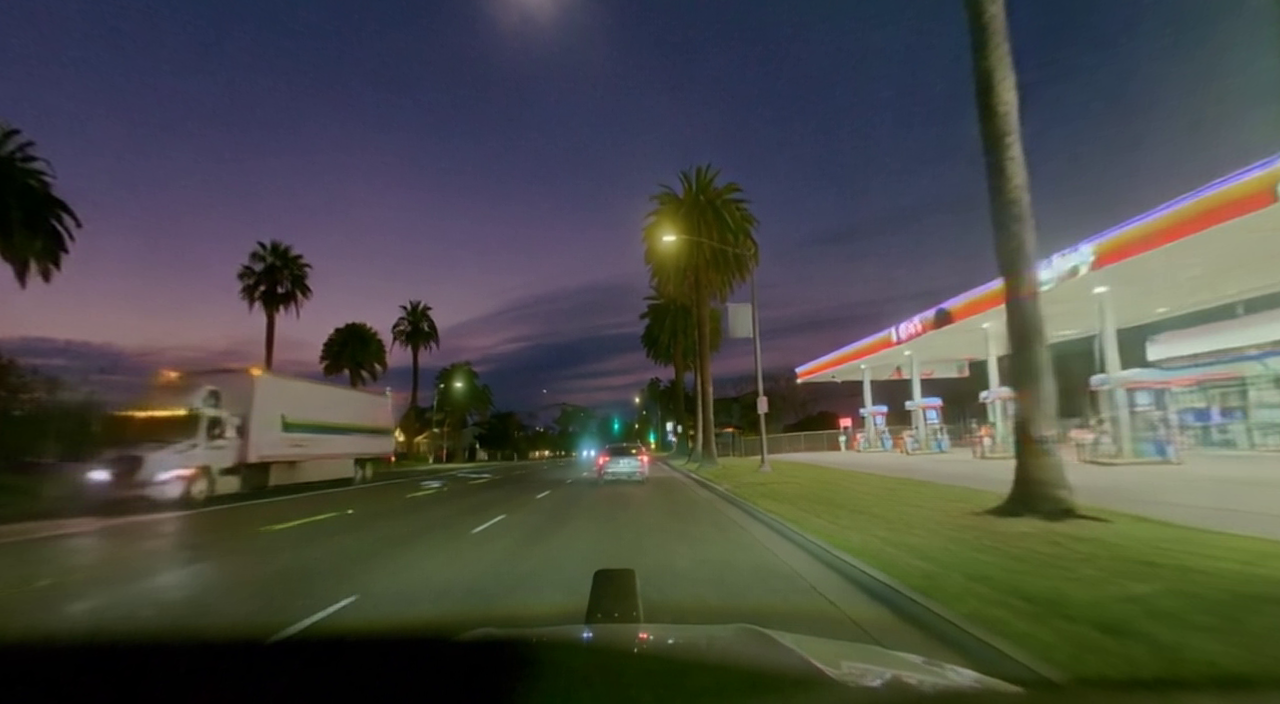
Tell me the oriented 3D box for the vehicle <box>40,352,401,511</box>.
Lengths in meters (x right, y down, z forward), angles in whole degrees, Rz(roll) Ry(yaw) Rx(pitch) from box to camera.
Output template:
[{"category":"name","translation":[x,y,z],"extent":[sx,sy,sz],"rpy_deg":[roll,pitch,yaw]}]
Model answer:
[{"category":"vehicle","translation":[-11.643,2.673,20.331],"extent":[3.022,3.532,12.586],"rpy_deg":[0,-8,0]}]

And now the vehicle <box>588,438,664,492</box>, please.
[{"category":"vehicle","translation":[-0.409,3.428,19.509],"extent":[2.076,1.486,4.119],"rpy_deg":[0,-8,-1]}]
